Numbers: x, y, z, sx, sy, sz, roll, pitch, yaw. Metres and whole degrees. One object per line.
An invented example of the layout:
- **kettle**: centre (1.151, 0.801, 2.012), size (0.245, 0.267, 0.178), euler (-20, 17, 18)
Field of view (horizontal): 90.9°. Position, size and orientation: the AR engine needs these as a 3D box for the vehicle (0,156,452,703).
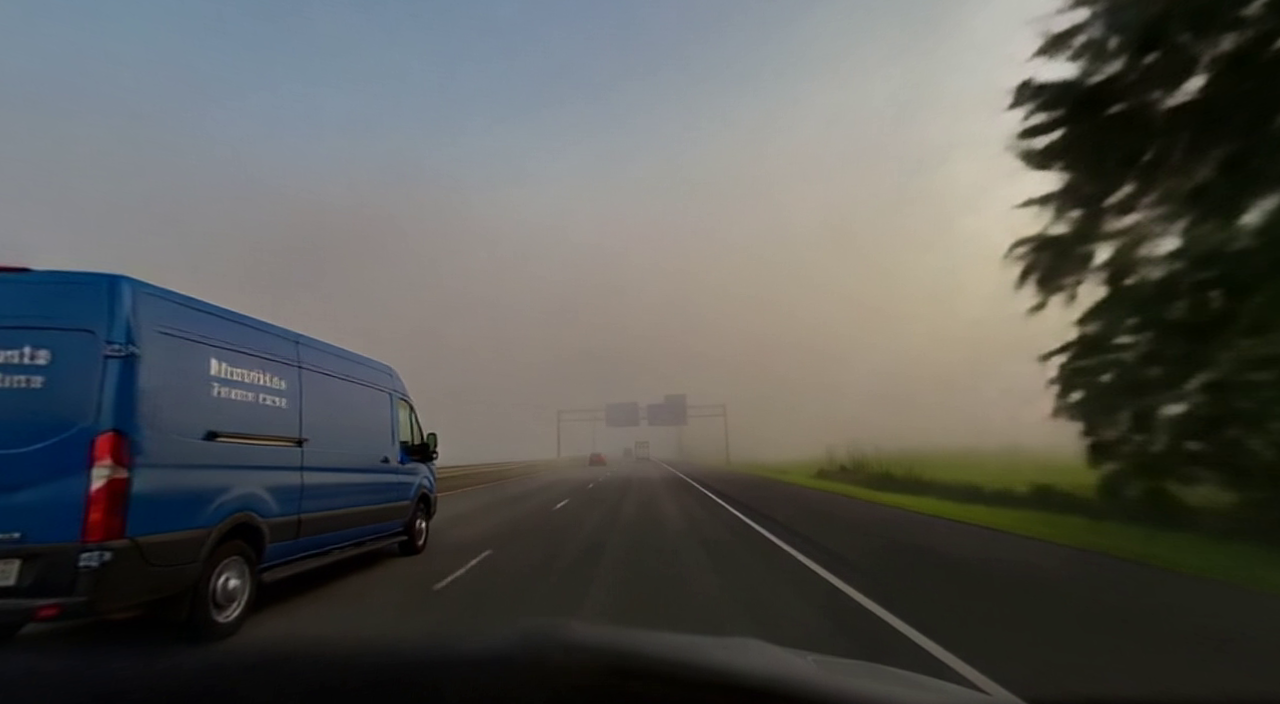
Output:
- **vehicle**: centre (-3.955, 0.965, 5.837), size (2.320, 2.636, 7.021), euler (0, -9, -1)
